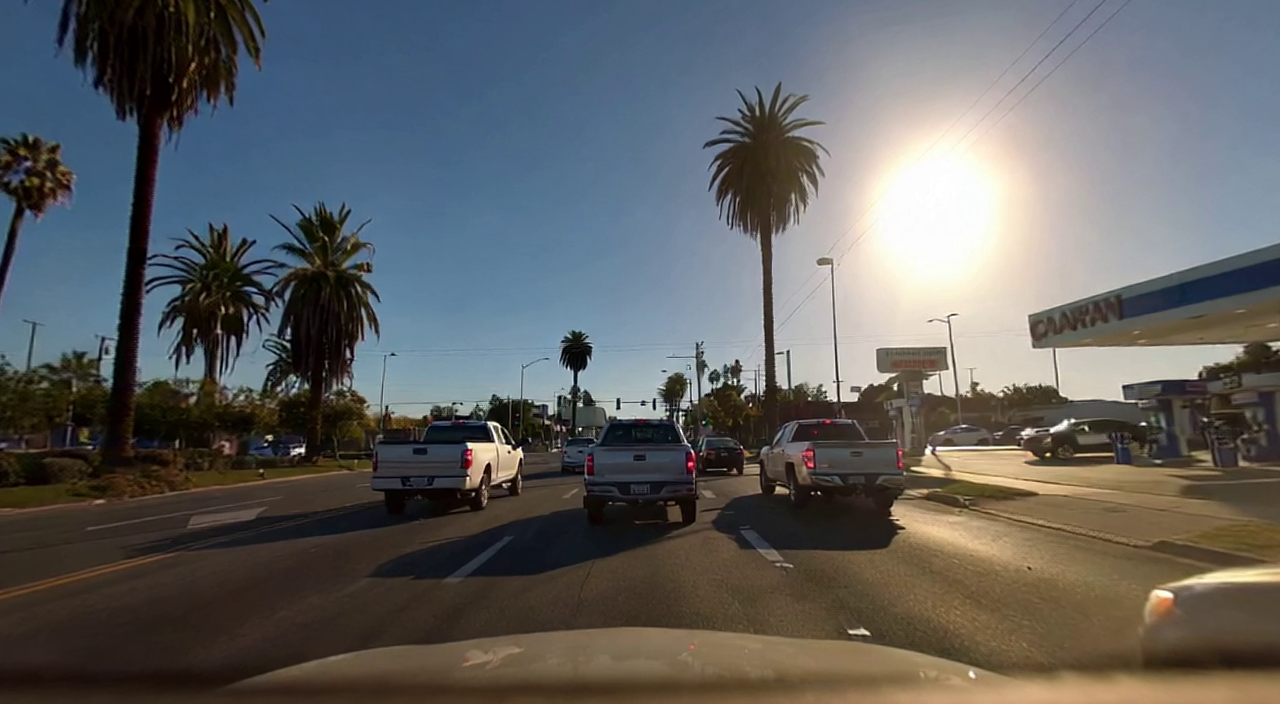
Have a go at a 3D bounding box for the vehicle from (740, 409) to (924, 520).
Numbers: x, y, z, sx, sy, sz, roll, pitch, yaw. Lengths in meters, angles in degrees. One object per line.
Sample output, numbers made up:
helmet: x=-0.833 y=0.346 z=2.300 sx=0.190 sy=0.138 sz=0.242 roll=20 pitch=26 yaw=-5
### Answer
vehicle: x=3.629 y=2.272 z=13.220 sx=2.120 sy=1.828 sz=5.531 roll=0 pitch=-8 yaw=0

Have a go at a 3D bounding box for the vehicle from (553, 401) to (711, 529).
vehicle: x=-0.062 y=2.042 z=11.919 sx=2.295 sy=1.835 sz=5.471 roll=0 pitch=-8 yaw=1

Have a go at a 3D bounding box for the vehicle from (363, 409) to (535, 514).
vehicle: x=-3.685 y=2.227 z=13.183 sx=2.071 sy=1.811 sz=4.605 roll=0 pitch=-8 yaw=1

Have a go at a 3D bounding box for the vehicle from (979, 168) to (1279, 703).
vehicle: x=2.650 y=0.346 z=0.106 sx=2.309 sy=1.975 sz=5.421 roll=0 pitch=-8 yaw=2
